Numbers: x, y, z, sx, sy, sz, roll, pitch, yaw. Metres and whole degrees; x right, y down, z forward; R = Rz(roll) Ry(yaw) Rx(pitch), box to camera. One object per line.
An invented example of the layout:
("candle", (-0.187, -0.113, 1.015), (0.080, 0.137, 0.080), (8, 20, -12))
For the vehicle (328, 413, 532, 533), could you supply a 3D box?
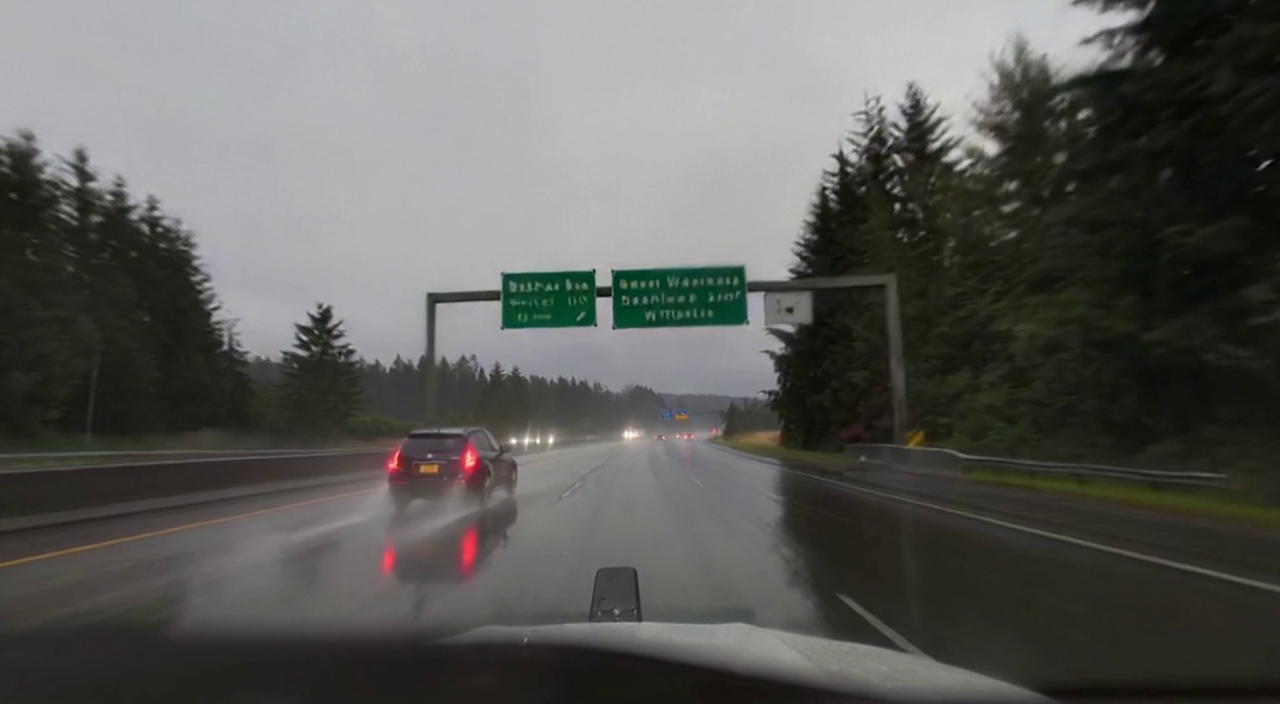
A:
("vehicle", (-3.281, 1.966, 10.876), (2.084, 1.654, 4.080), (0, -8, 0))
